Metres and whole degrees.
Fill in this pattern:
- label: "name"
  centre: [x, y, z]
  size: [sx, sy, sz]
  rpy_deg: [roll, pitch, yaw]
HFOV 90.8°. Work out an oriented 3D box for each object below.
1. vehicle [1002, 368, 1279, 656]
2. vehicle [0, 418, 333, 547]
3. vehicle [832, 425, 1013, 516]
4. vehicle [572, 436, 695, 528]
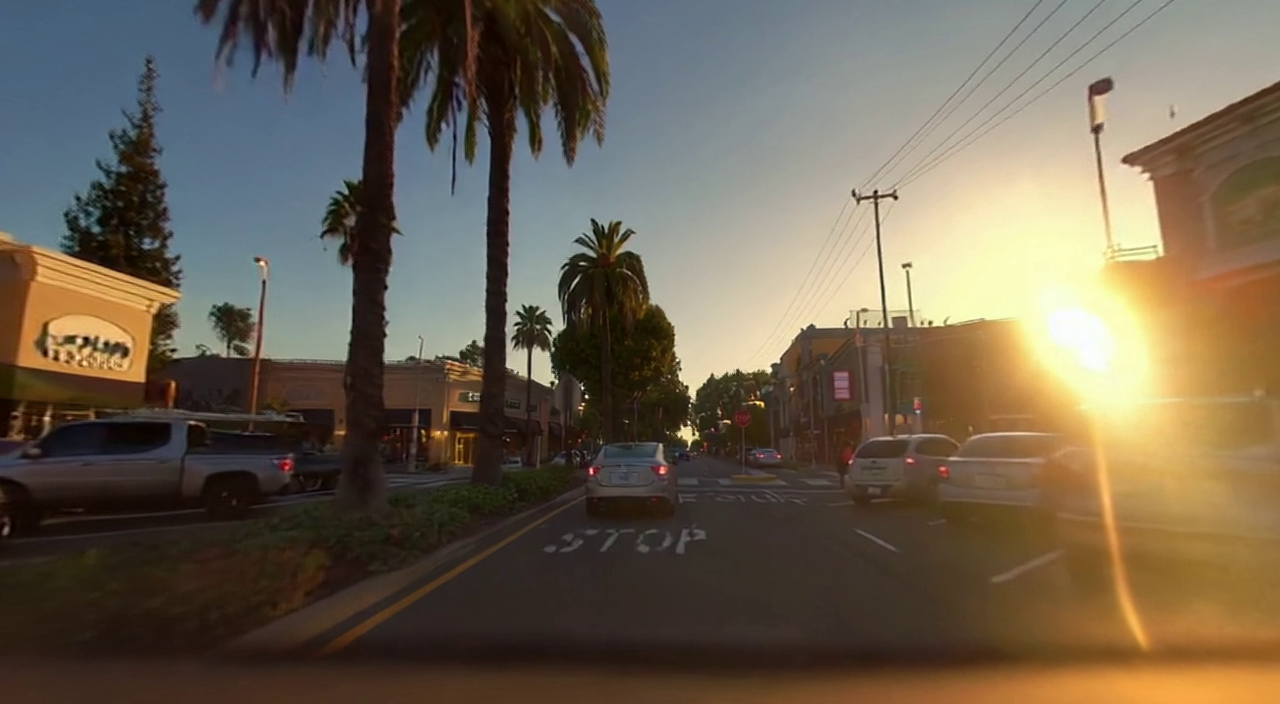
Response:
- label: "vehicle"
  centre: [5.602, 1.244, 5.699]
  size: [5.021, 1.721, 2.244]
  rpy_deg: [7, -11, -38]
- label: "vehicle"
  centre: [-10.141, 2.363, 12.269]
  size: [6.873, 2.051, 2.823]
  rpy_deg: [7, -10, -44]
- label: "vehicle"
  centre: [6.358, 2.532, 13.956]
  size: [4.623, 1.650, 1.937]
  rpy_deg: [8, -12, -43]
- label: "vehicle"
  centre: [0.035, 2.435, 12.416]
  size: [2.031, 1.479, 3.969]
  rpy_deg: [-1, -9, 4]
